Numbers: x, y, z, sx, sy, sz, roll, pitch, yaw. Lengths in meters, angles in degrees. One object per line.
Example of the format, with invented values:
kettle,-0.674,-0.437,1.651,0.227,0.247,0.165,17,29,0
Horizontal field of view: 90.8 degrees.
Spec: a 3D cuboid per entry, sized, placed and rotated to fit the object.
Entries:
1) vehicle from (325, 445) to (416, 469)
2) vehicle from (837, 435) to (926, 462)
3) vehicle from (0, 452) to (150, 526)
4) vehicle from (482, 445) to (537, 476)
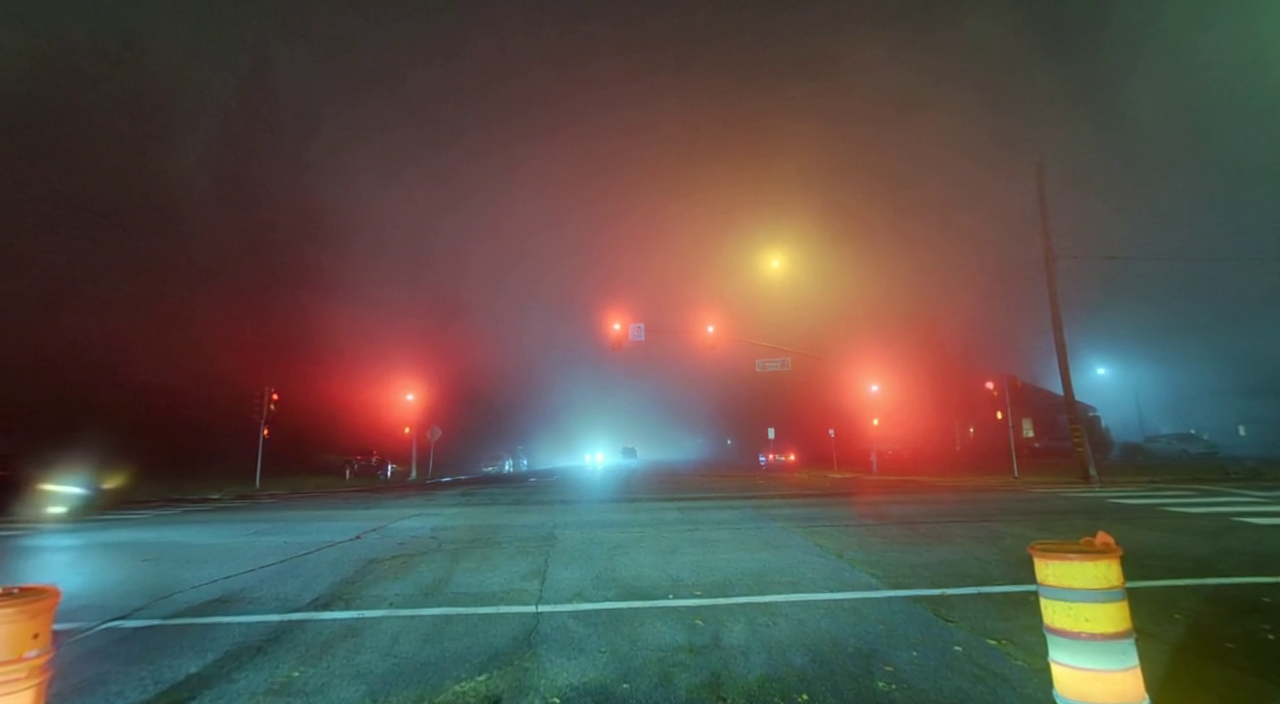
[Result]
vehicle,-16.392,6.377,38.598,4.713,1.409,1.918,0,-8,-2
vehicle,15.376,6.175,40.326,4.892,1.656,1.856,0,-8,0
vehicle,-14.294,3.019,14.152,4.860,1.483,2.077,0,-8,-1
vehicle,-6.605,5.531,32.397,1.881,1.452,4.121,0,-8,0
